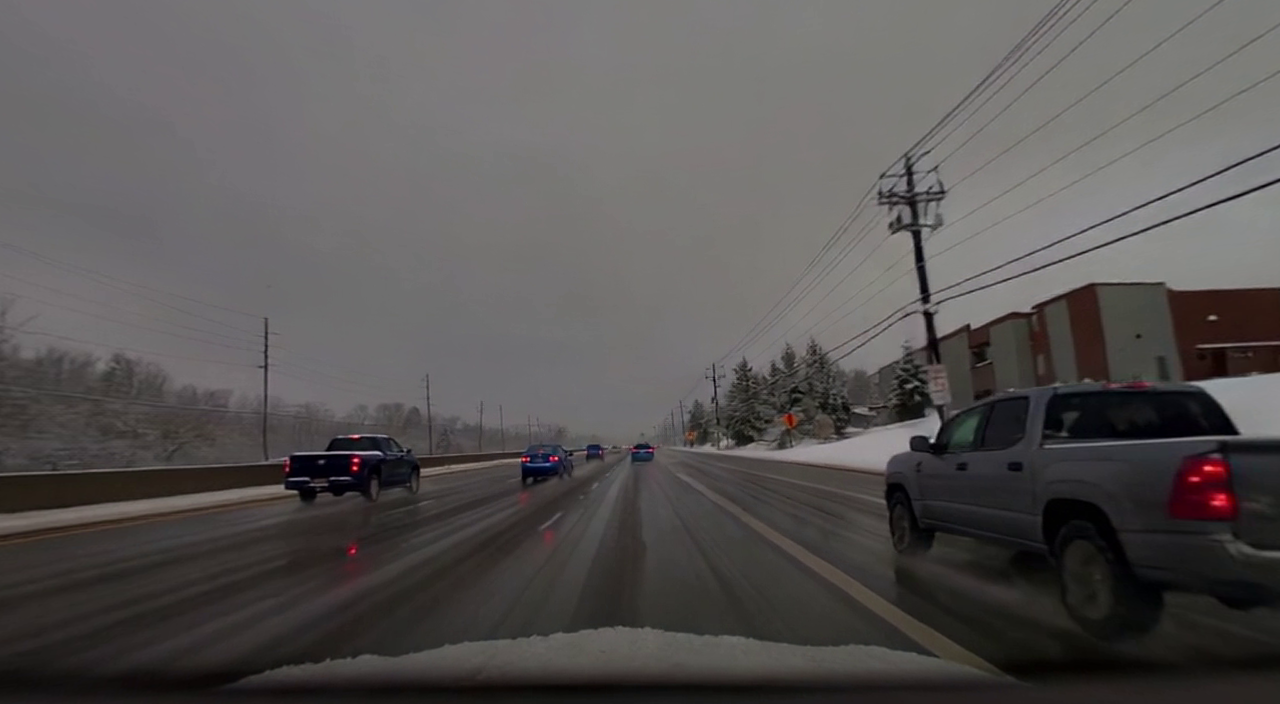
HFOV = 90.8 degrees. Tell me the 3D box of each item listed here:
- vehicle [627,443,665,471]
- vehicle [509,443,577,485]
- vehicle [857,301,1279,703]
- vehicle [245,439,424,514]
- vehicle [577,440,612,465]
[{"bbox_3d":[0.346,5.954,35.894,2.030,1.471,4.115,0,-9,0],"label":"vehicle"},{"bbox_3d":[-3.629,4.278,24.432,1.938,1.444,4.206,0,-9,0],"label":"vehicle"},{"bbox_3d":[3.927,1.089,5.349,2.231,1.919,5.086,0,-9,-2],"label":"vehicle"},{"bbox_3d":[-7.019,2.886,15.216,1.959,1.496,4.740,0,-9,0],"label":"vehicle"},{"bbox_3d":[-3.370,7.533,47.361,2.244,1.752,4.439,0,-9,0],"label":"vehicle"}]
